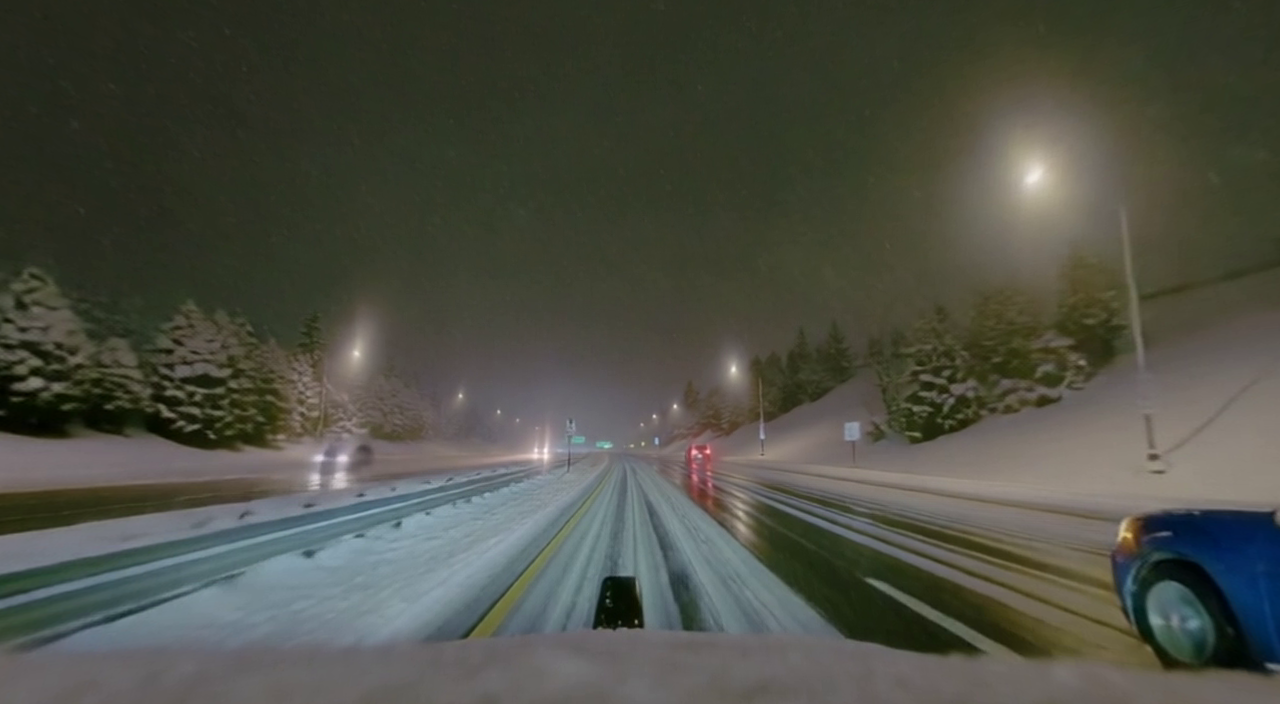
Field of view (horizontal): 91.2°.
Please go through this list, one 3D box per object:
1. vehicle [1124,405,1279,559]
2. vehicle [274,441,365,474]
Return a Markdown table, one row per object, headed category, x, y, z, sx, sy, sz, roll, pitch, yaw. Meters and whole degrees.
| category | x | y | z | sx | sy | sz | roll | pitch | yaw |
| --- | --- | --- | --- | --- | --- | --- | --- | --- | --- |
| vehicle | 8.101 | 1.428 | 6.919 | 1.994 | 1.696 | 4.264 | 0 | -9 | -1 |
| vehicle | -16.083 | 5.307 | 31.784 | 2.086 | 1.528 | 4.789 | -1 | -9 | 0 |
